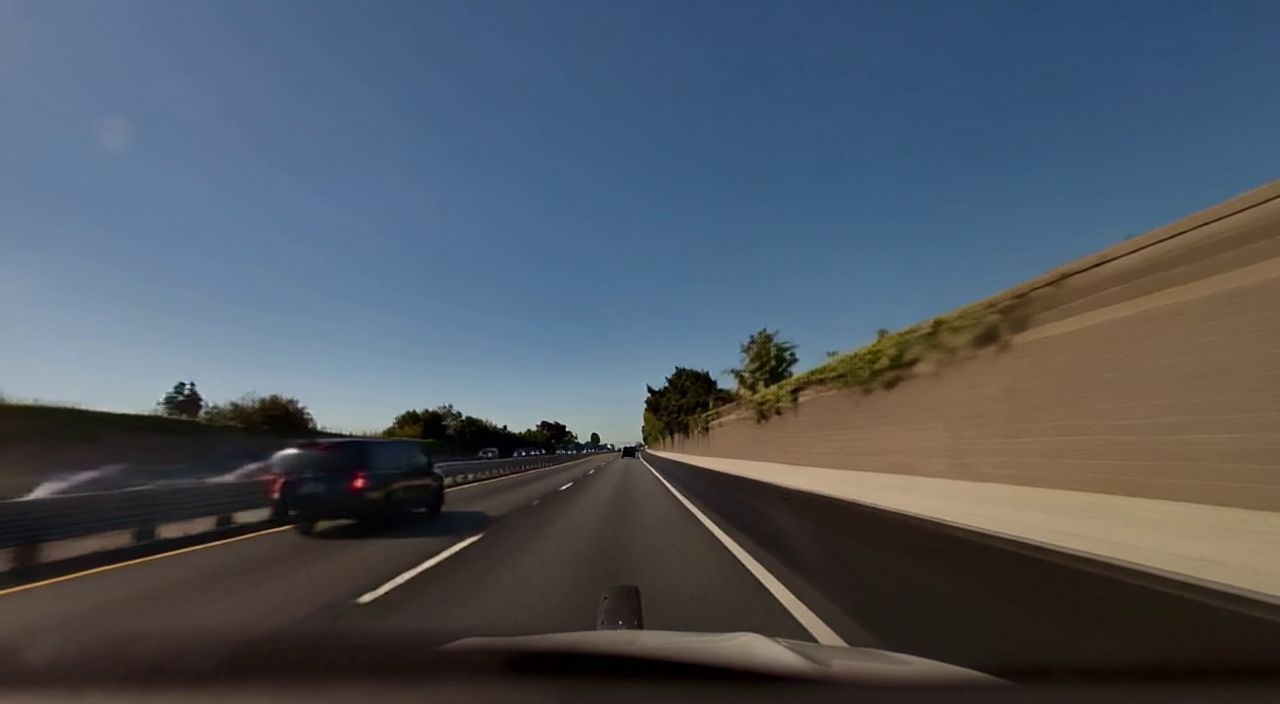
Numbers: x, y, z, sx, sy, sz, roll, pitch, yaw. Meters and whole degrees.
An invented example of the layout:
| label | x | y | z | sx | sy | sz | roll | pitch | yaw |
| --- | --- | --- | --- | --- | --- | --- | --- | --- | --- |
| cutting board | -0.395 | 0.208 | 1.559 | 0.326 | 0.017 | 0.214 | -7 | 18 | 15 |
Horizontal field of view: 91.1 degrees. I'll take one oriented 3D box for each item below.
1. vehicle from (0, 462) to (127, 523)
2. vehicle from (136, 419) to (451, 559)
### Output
| label | x | y | z | sx | sy | sz | roll | pitch | yaw |
| --- | --- | --- | --- | --- | --- | --- | --- | --- | --- |
| vehicle | -17.146 | 3.921 | 17.908 | 1.843 | 1.455 | 3.770 | 0 | -9 | -1 |
| vehicle | -4.652 | 1.907 | 9.501 | 2.139 | 1.577 | 4.546 | 0 | -9 | 0 |
